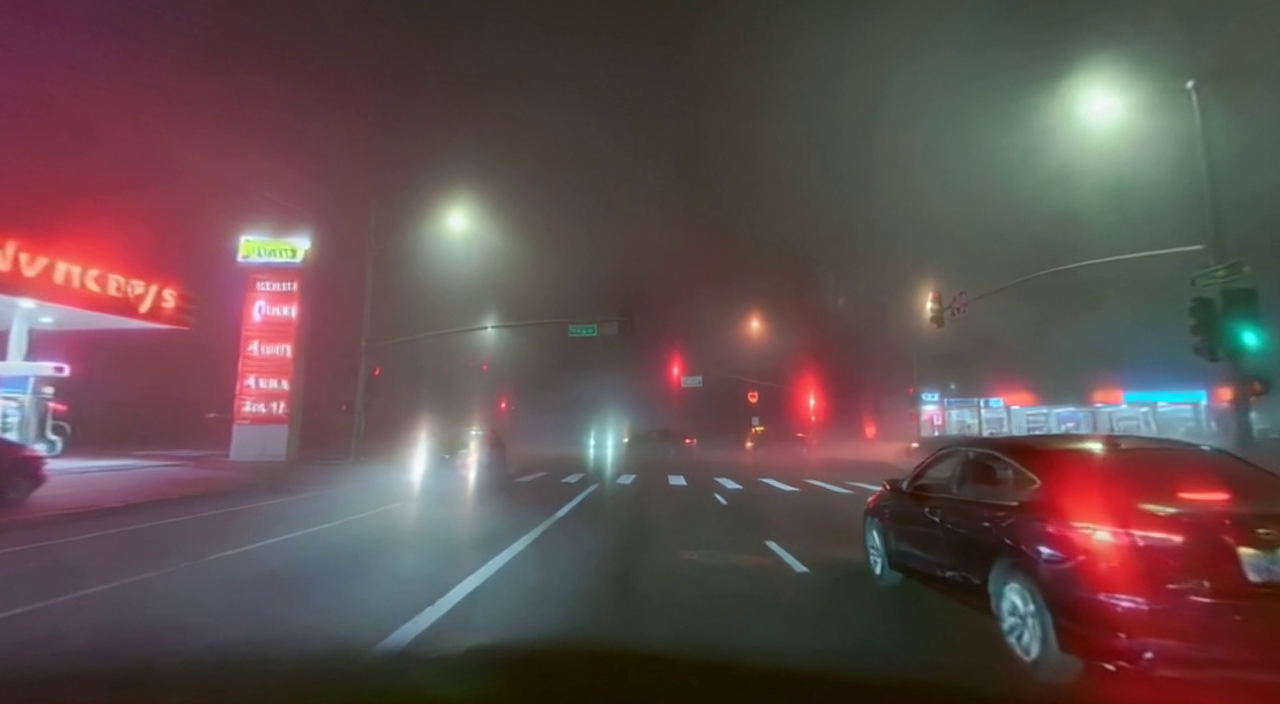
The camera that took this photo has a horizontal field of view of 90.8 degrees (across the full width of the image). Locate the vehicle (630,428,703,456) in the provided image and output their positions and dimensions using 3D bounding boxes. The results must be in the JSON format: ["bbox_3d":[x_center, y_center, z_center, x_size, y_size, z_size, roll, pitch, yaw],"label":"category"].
[{"bbox_3d":[1.666,5.809,40.693,4.311,1.742,1.864,-5,-10,28],"label":"vehicle"}]

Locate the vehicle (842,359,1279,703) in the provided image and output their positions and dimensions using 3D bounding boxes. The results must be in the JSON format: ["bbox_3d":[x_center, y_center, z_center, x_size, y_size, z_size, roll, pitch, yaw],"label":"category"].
[{"bbox_3d":[2.990,1.085,3.966,1.995,1.525,4.392,0,-8,0],"label":"vehicle"}]

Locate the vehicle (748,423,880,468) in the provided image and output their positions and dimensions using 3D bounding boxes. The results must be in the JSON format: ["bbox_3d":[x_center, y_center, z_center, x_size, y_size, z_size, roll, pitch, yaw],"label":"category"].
[{"bbox_3d":[7.430,4.026,27.146,5.107,1.775,1.992,-5,-10,28],"label":"vehicle"}]

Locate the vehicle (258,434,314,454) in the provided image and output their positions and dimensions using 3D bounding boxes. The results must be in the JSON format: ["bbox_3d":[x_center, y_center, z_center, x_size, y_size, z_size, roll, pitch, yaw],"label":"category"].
[{"bbox_3d":[-27.472,7.174,48.970,4.670,1.458,1.959,-6,-10,35],"label":"vehicle"}]

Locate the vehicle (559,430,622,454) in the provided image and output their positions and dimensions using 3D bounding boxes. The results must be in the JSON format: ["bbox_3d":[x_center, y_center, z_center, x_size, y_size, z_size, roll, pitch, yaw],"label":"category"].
[{"bbox_3d":[-3.749,6.847,47.733,4.433,1.717,1.839,-5,-10,29],"label":"vehicle"}]

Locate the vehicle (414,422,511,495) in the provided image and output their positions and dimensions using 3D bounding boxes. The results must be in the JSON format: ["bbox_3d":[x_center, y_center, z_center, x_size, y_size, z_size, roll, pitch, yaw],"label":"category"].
[{"bbox_3d":[-4.711,2.879,17.392,2.196,1.696,4.484,1,-9,-12],"label":"vehicle"}]
